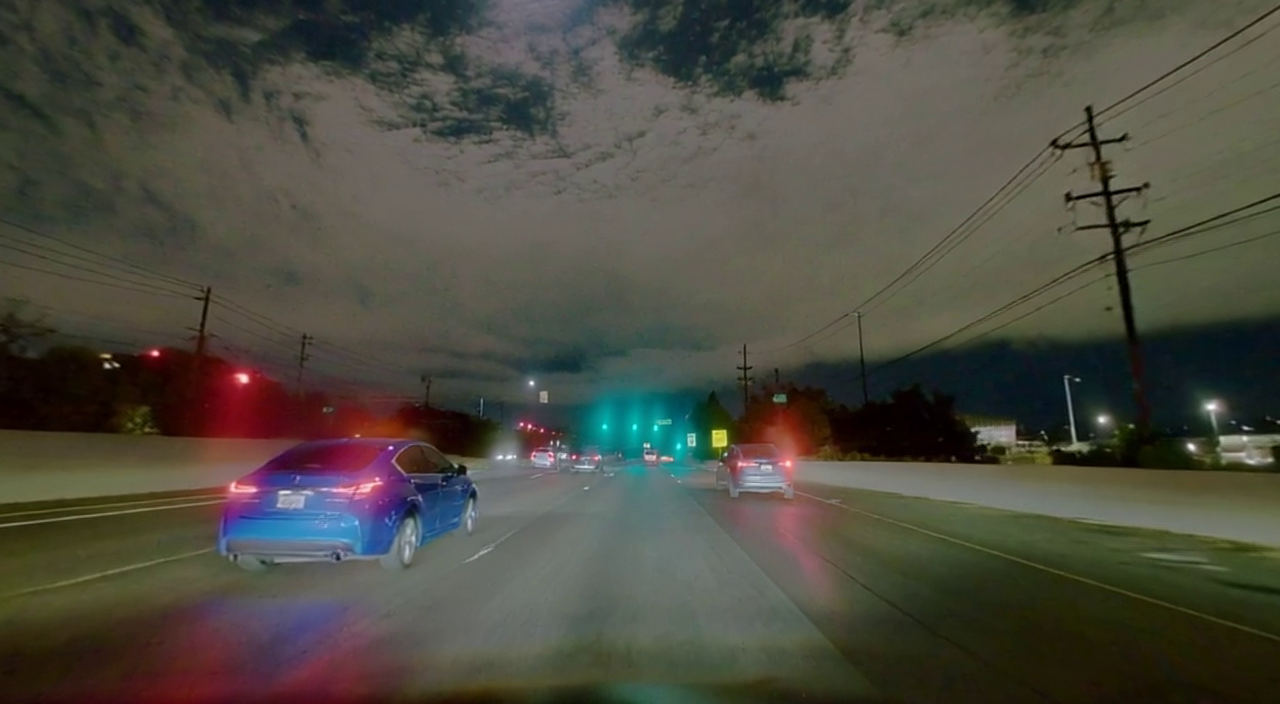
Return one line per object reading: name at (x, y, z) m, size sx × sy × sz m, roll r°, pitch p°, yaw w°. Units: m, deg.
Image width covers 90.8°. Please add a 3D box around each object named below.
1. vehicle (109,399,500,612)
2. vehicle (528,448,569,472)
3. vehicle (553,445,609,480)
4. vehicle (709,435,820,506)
vehicle at (-3.199, 1.559, 7.339) m, size 2.104 × 1.707 × 4.338 m, roll 0°, pitch -8°, yaw 1°
vehicle at (-6.078, 7.229, 42.467) m, size 1.877 × 1.474 × 4.475 m, roll 0°, pitch -8°, yaw 2°
vehicle at (-2.717, 5.184, 29.997) m, size 2.066 × 1.488 × 4.377 m, roll 0°, pitch -8°, yaw 2°
vehicle at (3.222, 3.167, 17.348) m, size 2.100 × 1.659 × 4.387 m, roll 0°, pitch -8°, yaw -1°
